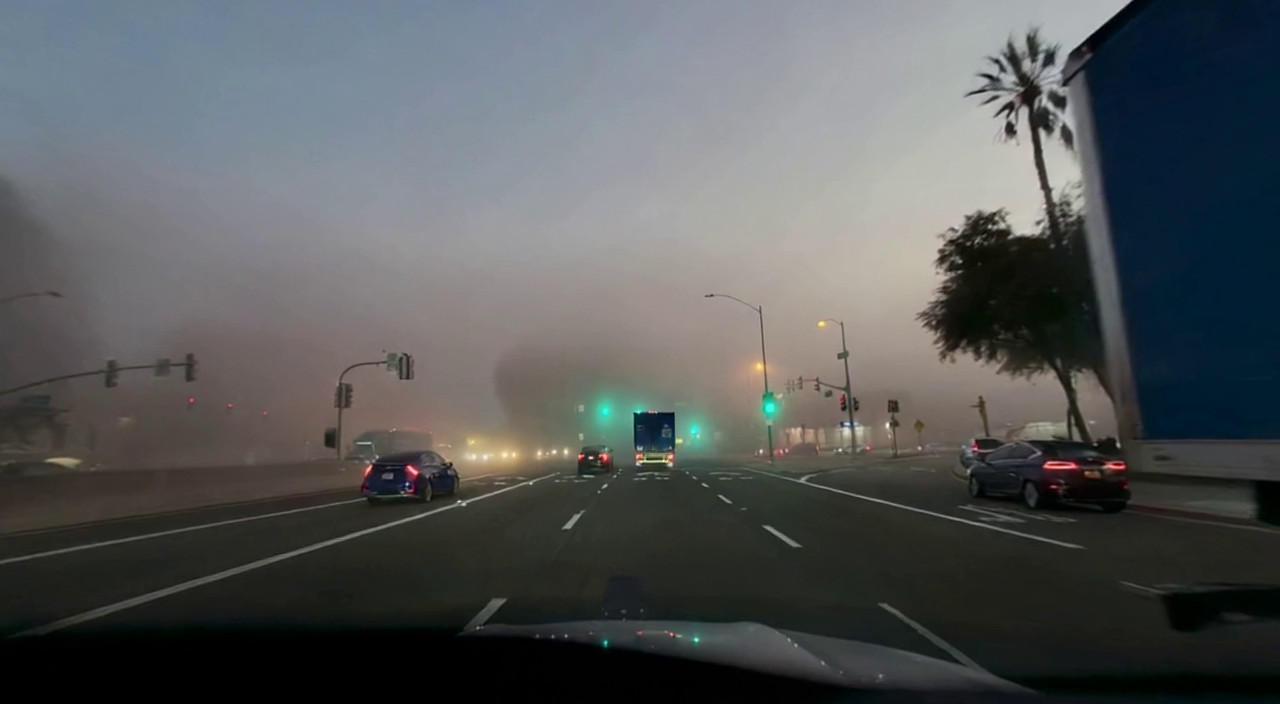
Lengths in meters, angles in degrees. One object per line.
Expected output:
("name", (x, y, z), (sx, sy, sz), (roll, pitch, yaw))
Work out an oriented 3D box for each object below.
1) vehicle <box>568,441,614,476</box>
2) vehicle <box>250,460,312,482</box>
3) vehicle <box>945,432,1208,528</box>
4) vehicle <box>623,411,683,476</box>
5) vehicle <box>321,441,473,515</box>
("vehicle", (-2.692, 6.011, 35.703), (2.178, 1.826, 4.933), (0, -9, 1))
("vehicle", (-27.607, 9.178, 48.441), (1.969, 1.487, 4.512), (0, -9, 2))
("vehicle", (7.989, 2.358, 12.201), (1.961, 1.502, 4.541), (0, -9, 2))
("vehicle", (0.716, 5.056, 34.713), (2.993, 3.235, 6.692), (0, -9, 1))
("vehicle", (-6.042, 3.159, 16.362), (2.045, 1.630, 4.680), (0, -9, 1))
